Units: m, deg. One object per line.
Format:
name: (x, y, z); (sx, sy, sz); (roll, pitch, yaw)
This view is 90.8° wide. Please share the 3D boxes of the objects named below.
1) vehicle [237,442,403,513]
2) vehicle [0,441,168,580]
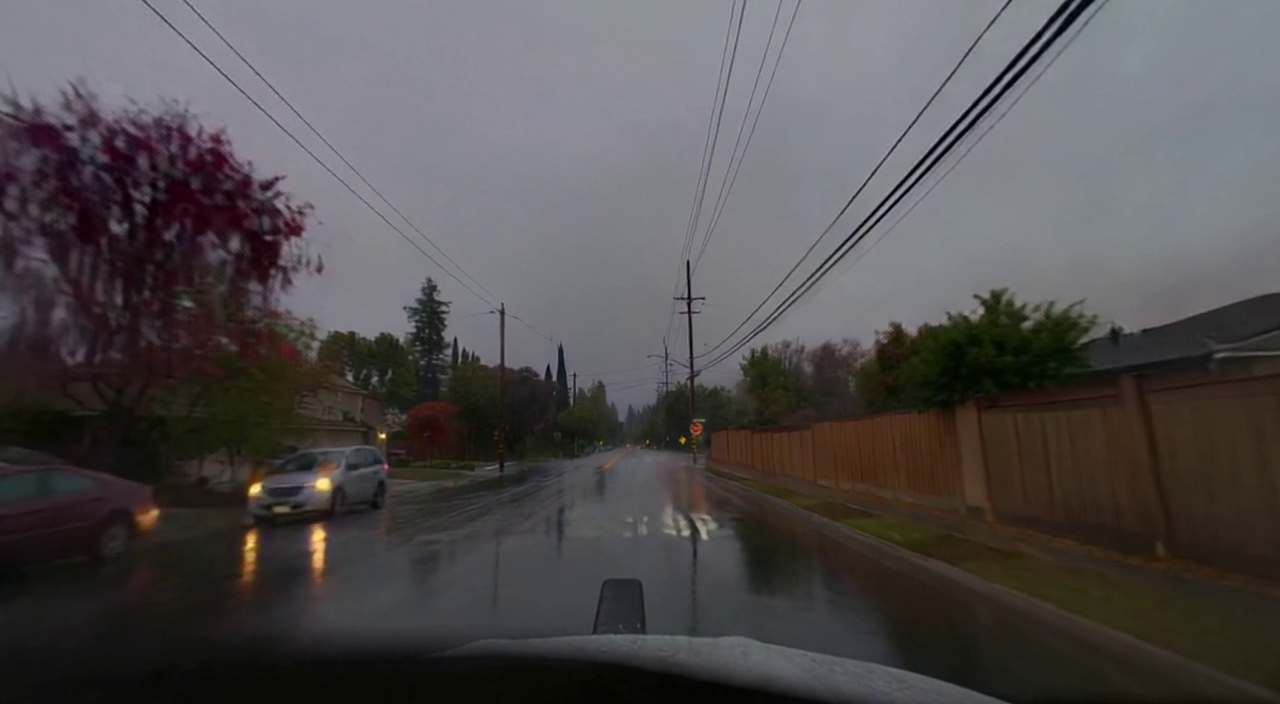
vehicle: (-8.464, 3.318, 17.220); (2.047, 1.679, 3.948); (-1, -9, 8)
vehicle: (-8.509, 1.933, 7.866); (1.950, 1.627, 4.027); (-1, -9, 4)
